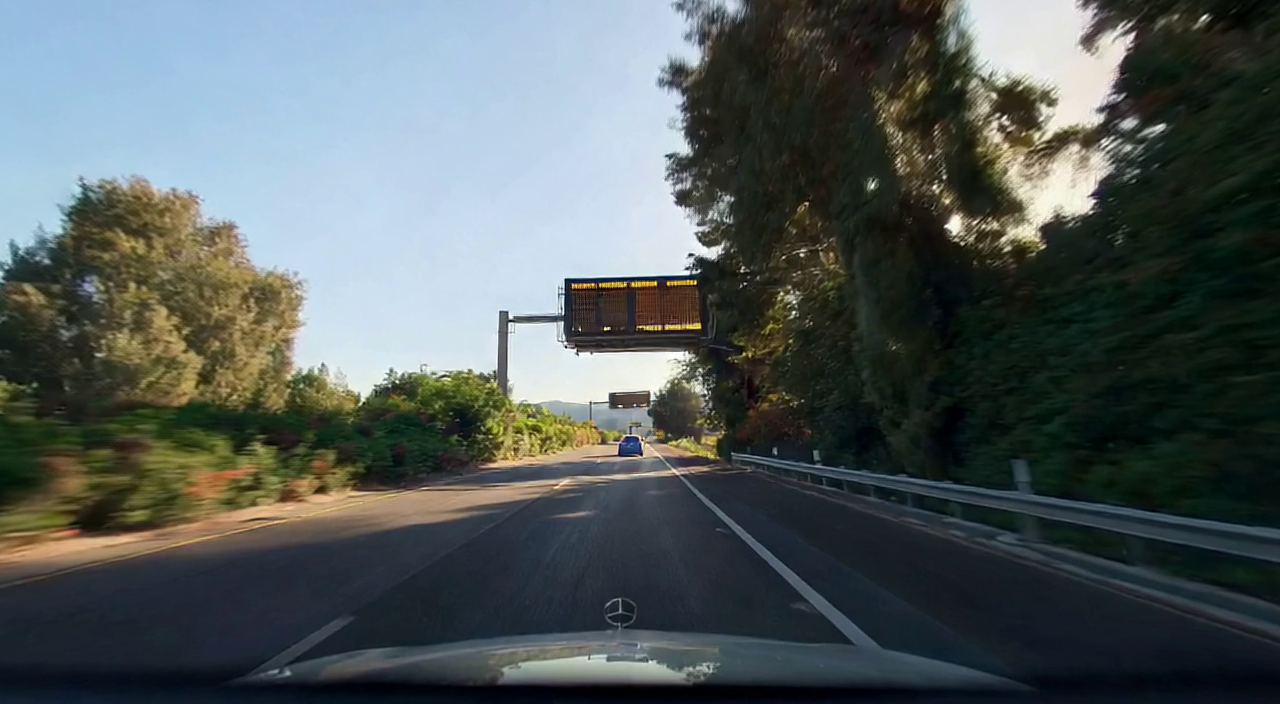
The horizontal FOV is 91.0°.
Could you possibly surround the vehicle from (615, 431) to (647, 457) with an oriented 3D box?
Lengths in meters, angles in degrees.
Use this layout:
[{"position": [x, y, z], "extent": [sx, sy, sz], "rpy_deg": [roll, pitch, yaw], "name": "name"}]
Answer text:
[{"position": [-0.640, 6.574, 45.147], "extent": [2.180, 1.717, 4.139], "rpy_deg": [0, -8, -1], "name": "vehicle"}]
